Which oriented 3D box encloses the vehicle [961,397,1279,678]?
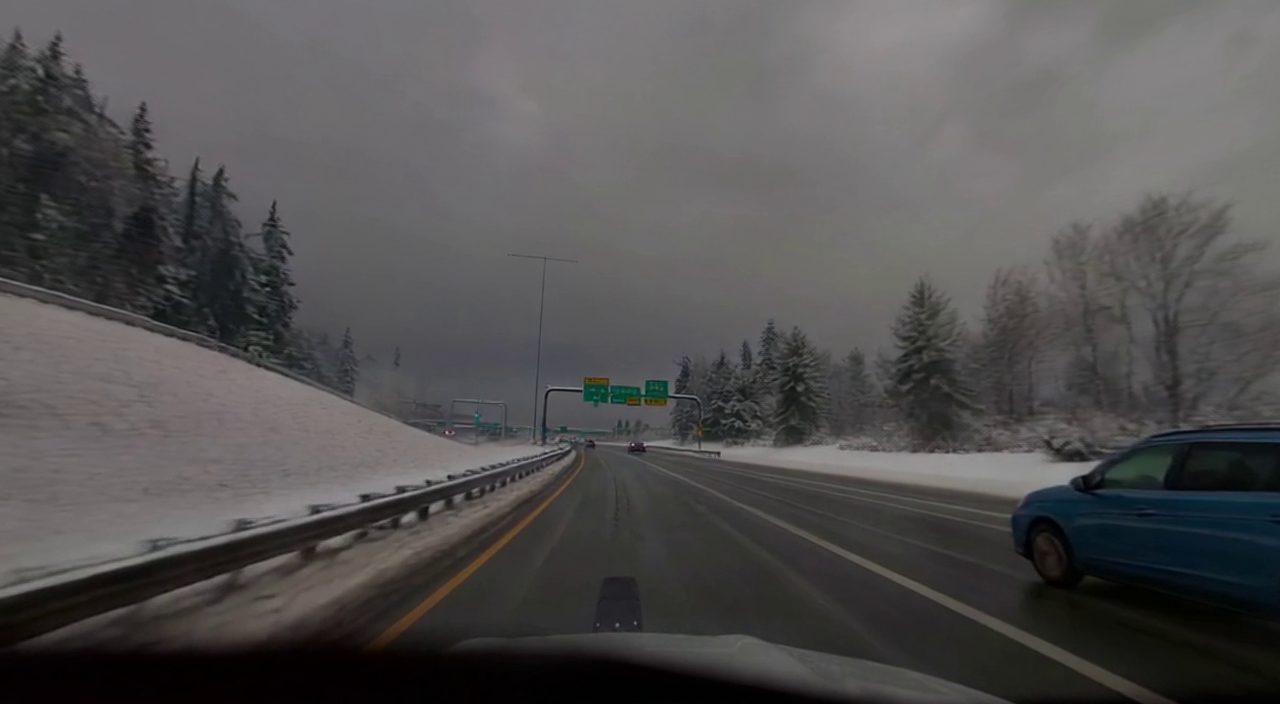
[{"bbox_3d":[4.491,1.203,4.672,1.952,1.536,4.036,-1,-9,-1],"label":"vehicle"}]
